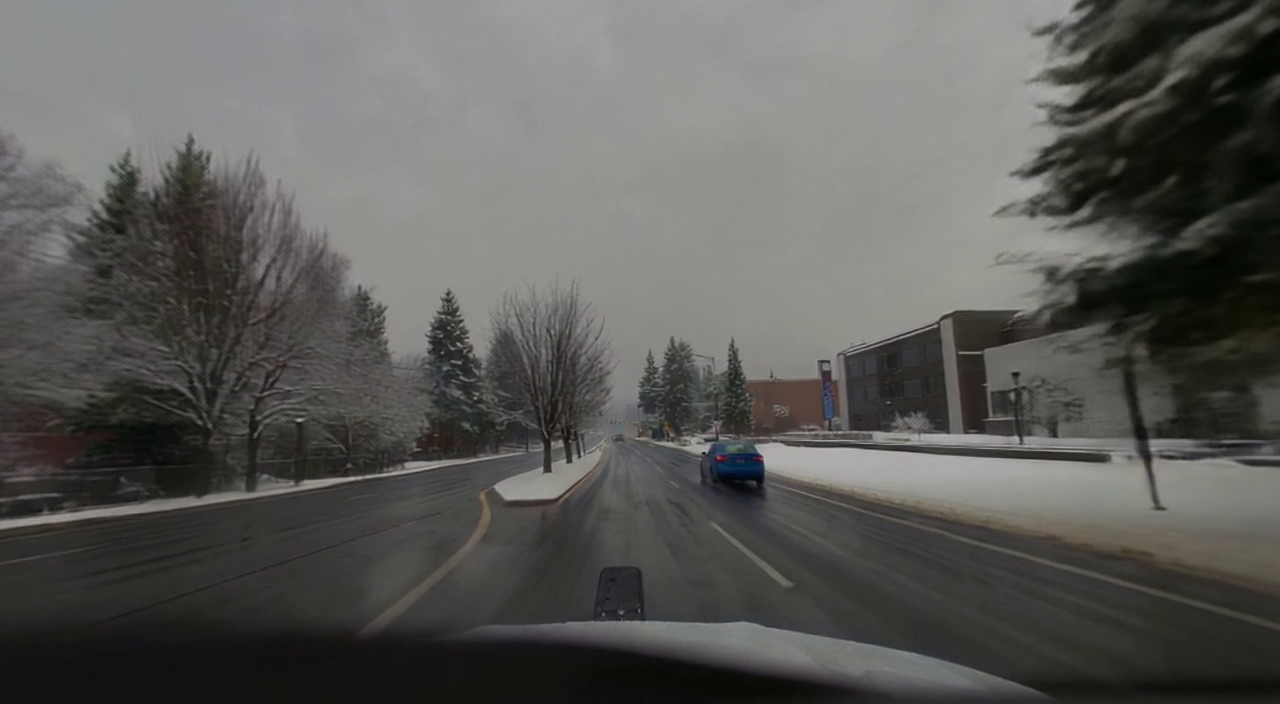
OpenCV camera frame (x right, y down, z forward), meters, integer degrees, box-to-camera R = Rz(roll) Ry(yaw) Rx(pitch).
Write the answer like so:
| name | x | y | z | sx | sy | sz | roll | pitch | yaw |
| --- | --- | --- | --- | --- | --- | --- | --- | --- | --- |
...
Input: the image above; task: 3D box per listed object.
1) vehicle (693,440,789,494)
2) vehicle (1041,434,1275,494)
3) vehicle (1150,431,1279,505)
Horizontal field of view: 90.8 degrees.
| name | x | y | z | sx | sy | sz | roll | pitch | yaw |
| --- | --- | --- | --- | --- | --- | --- | --- | --- | --- |
| vehicle | 3.031 | 3.568 | 20.031 | 2.114 | 1.493 | 4.430 | 0 | -9 | -3 |
| vehicle | 20.436 | 4.447 | 25.245 | 6.861 | 1.821 | 2.768 | -3 | -9 | -1 |
| vehicle | 19.983 | 3.458 | 19.492 | 6.229 | 1.865 | 2.595 | -4 | -15 | -6 |
